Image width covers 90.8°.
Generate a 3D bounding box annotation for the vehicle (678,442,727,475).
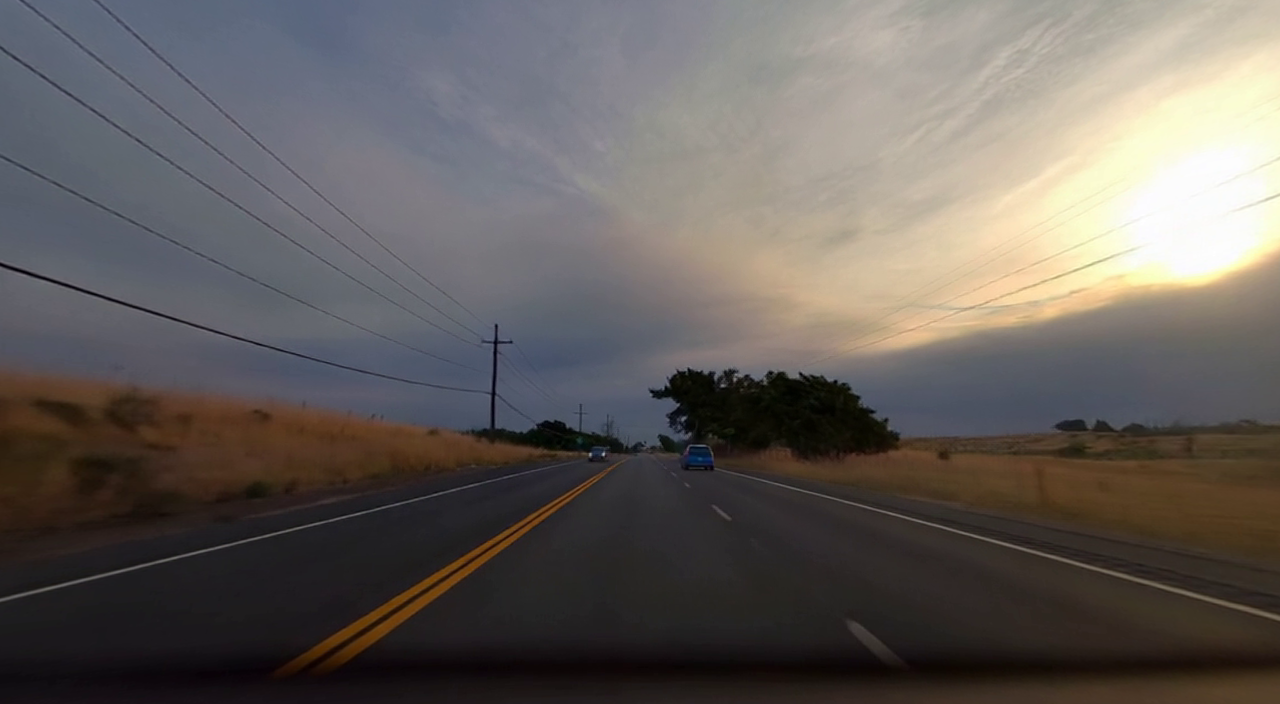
[{"bbox_3d":[3.330,5.756,34.382,2.135,1.692,4.185,0,-9,-1],"label":"vehicle"}]
